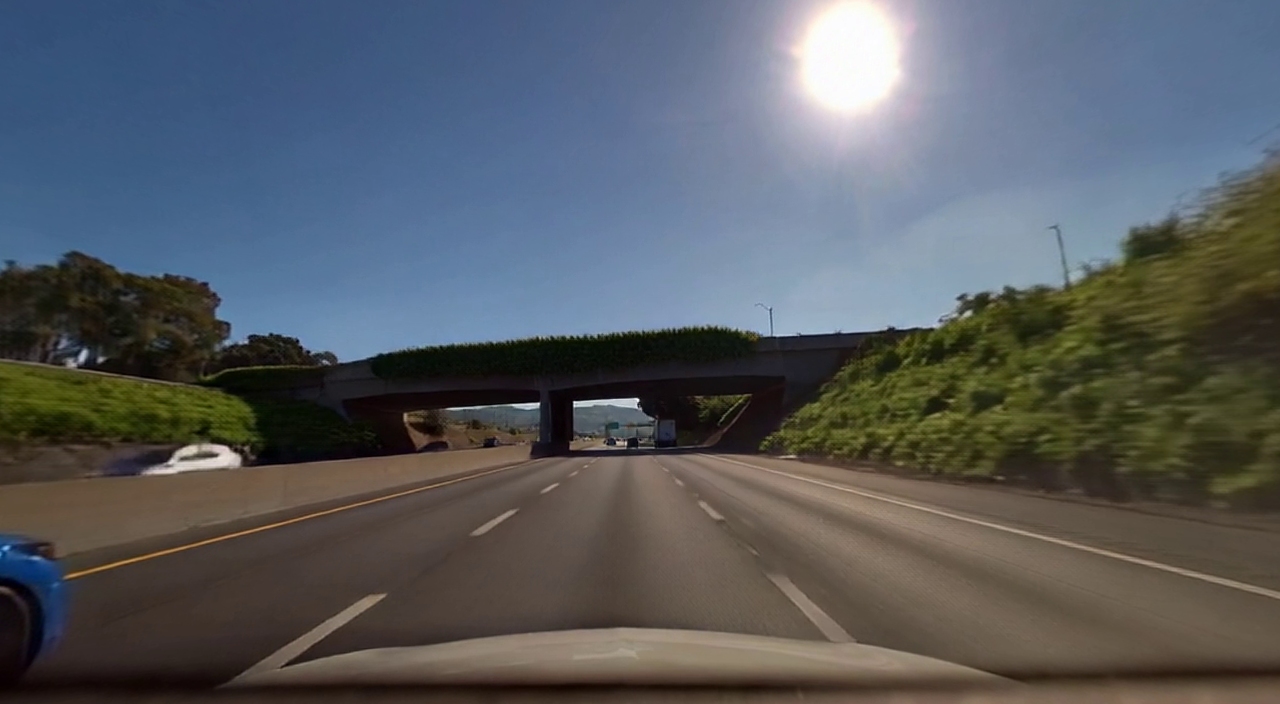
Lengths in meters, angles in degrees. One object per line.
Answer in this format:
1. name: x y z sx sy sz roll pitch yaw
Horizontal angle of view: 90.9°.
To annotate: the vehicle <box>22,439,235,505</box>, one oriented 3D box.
1. vehicle: -12.762 2.957 16.194 1.931 1.431 4.313 0 -8 -1
